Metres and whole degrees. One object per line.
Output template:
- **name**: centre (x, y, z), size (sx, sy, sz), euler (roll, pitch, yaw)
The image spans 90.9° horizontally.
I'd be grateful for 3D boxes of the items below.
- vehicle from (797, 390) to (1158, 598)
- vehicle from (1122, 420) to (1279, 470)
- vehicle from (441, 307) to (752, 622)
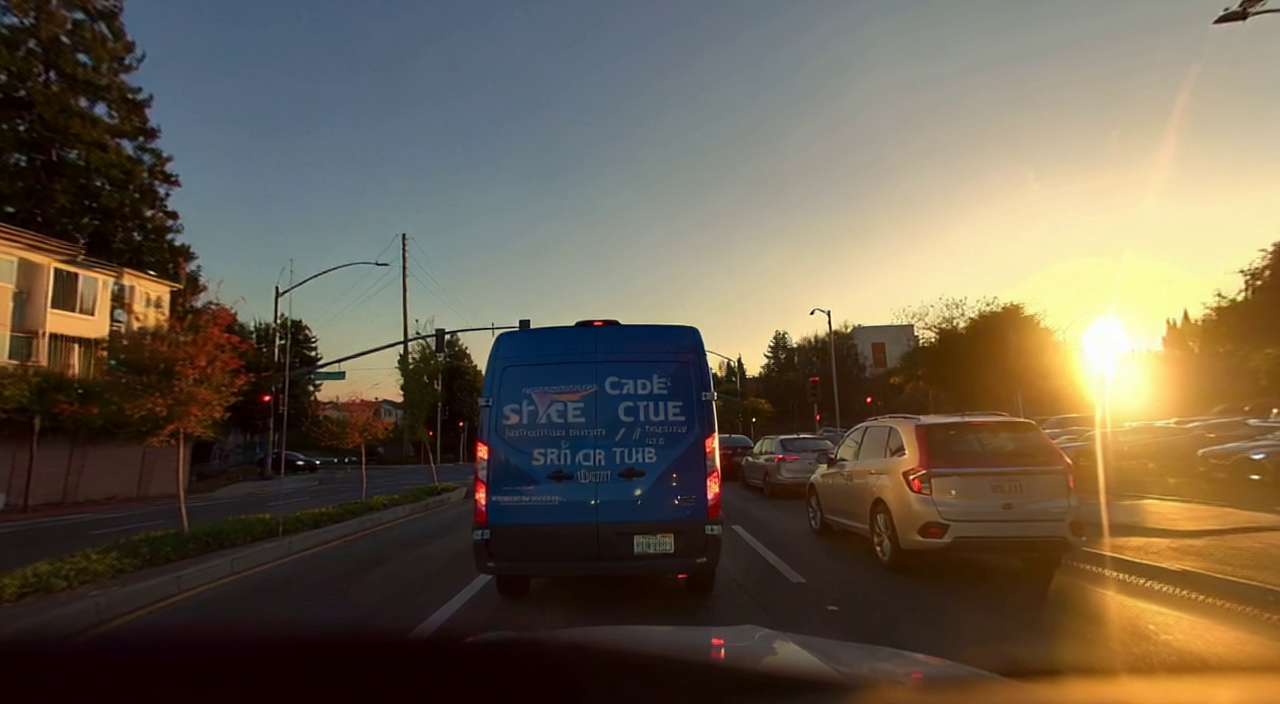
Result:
- **vehicle**: centre (3.434, 1.531, 7.614), size (1.965, 1.771, 4.295), euler (0, -8, 0)
- **vehicle**: centre (17.187, 2.831, 19.181), size (3.491, 1.443, 1.837), euler (0, -8, 0)
- **vehicle**: centre (-0.303, 1.231, 7.545), size (2.422, 2.488, 4.992), euler (0, -8, 1)
